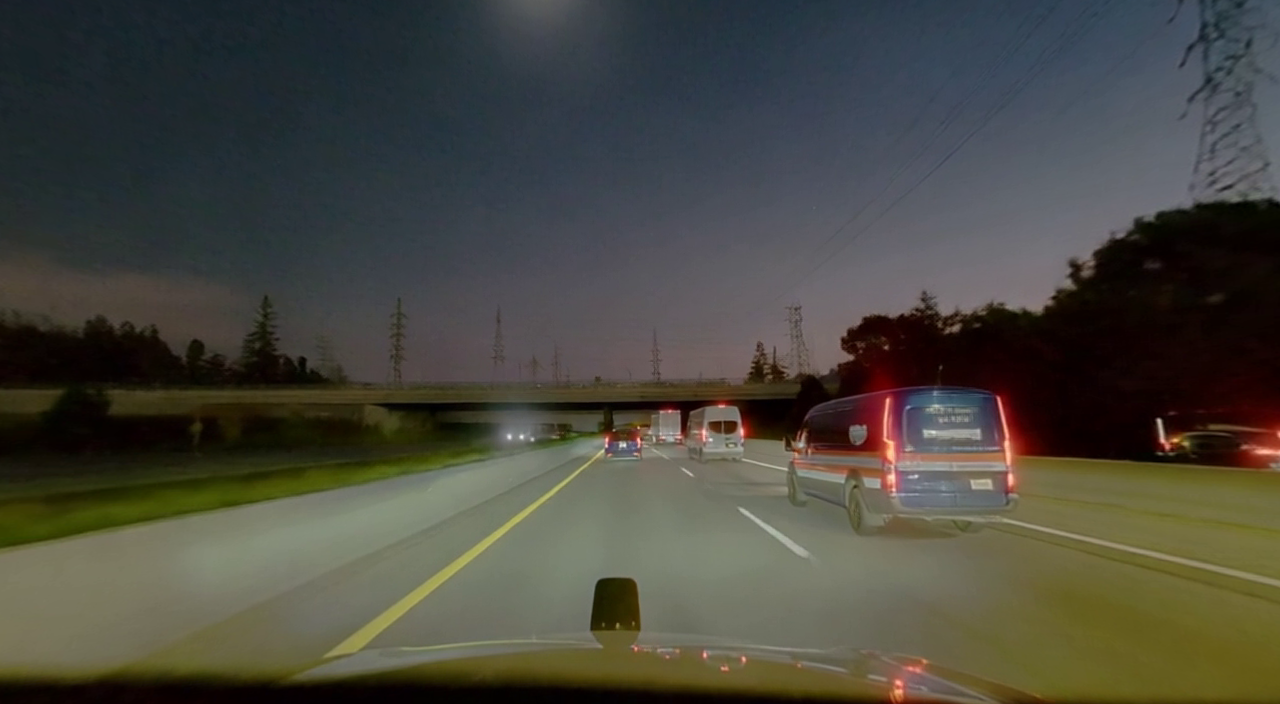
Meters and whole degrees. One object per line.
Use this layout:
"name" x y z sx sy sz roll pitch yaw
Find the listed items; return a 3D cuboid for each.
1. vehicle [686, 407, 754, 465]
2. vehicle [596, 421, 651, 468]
"vehicle" 3.725 4.067 30.480 2.387 2.506 5.374 0 -8 -2
"vehicle" -0.674 3.750 25.692 2.073 1.750 4.116 0 -8 -2
